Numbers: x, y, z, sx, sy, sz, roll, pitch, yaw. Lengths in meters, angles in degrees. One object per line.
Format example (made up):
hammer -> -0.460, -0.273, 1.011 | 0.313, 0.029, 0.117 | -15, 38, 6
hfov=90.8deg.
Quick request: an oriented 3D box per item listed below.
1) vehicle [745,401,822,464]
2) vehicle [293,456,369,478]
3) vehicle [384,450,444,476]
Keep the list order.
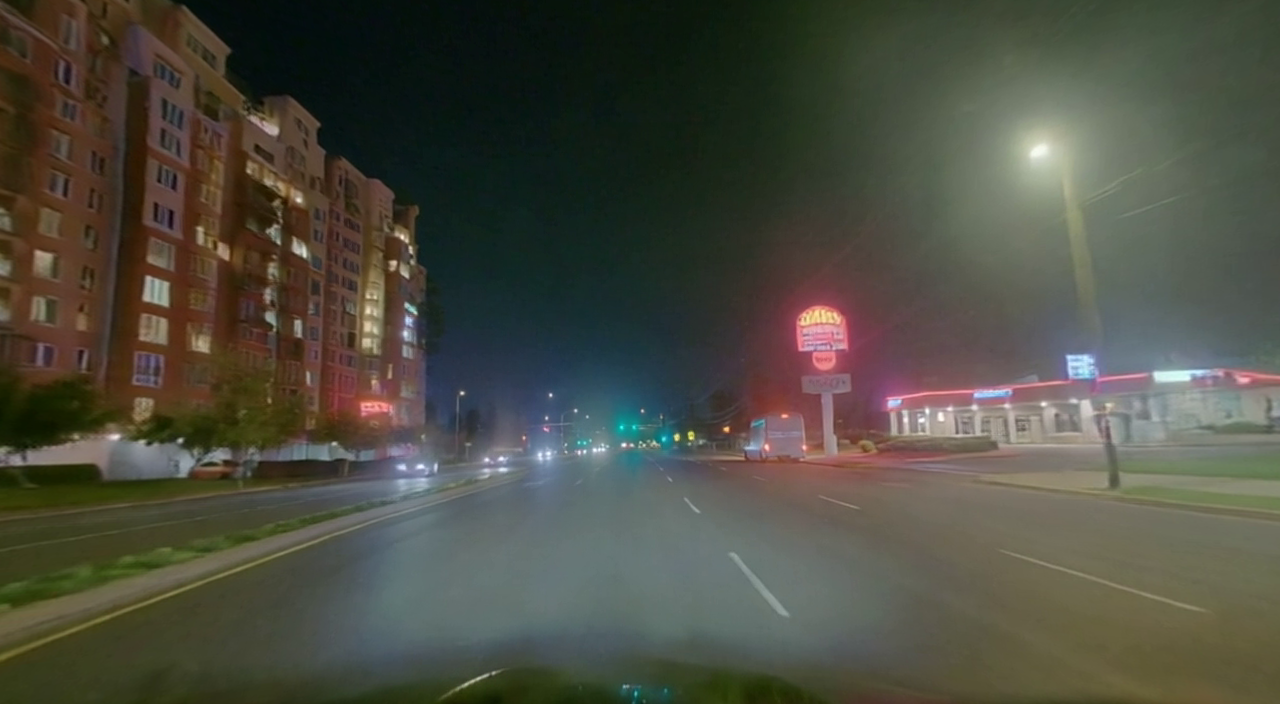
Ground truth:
vehicle -> 9.628, 5.675, 43.565 | 3.174, 3.794, 9.019 | -2, -9, 1
vehicle -> -23.161, 8.630, 47.577 | 4.862, 1.510, 2.027 | 3, -9, -20
vehicle -> -14.724, 7.343, 41.494 | 1.841, 1.543, 4.680 | -2, -11, 6
